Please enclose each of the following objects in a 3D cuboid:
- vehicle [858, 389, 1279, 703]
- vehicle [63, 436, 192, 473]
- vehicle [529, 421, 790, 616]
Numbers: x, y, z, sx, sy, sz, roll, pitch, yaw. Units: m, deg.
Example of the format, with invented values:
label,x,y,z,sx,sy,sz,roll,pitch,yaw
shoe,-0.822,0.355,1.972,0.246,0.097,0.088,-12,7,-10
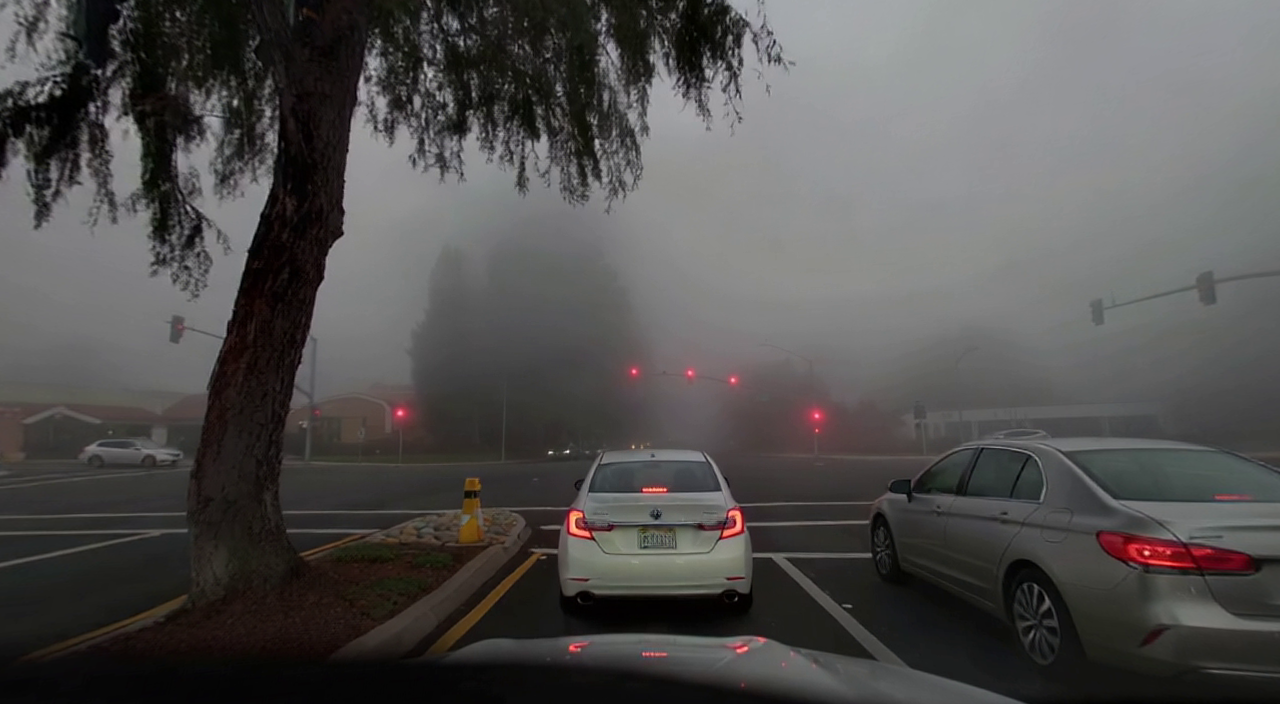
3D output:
label,x,y,z,sx,sy,sz,roll,pitch,yaw
vehicle,3.176,1.125,3.892,1.931,1.493,4.555,0,-8,-1
vehicle,-24.275,4.865,29.983,4.450,1.684,1.894,0,-8,0
vehicle,0.110,1.569,6.865,2.017,1.485,3.813,0,-8,-1
